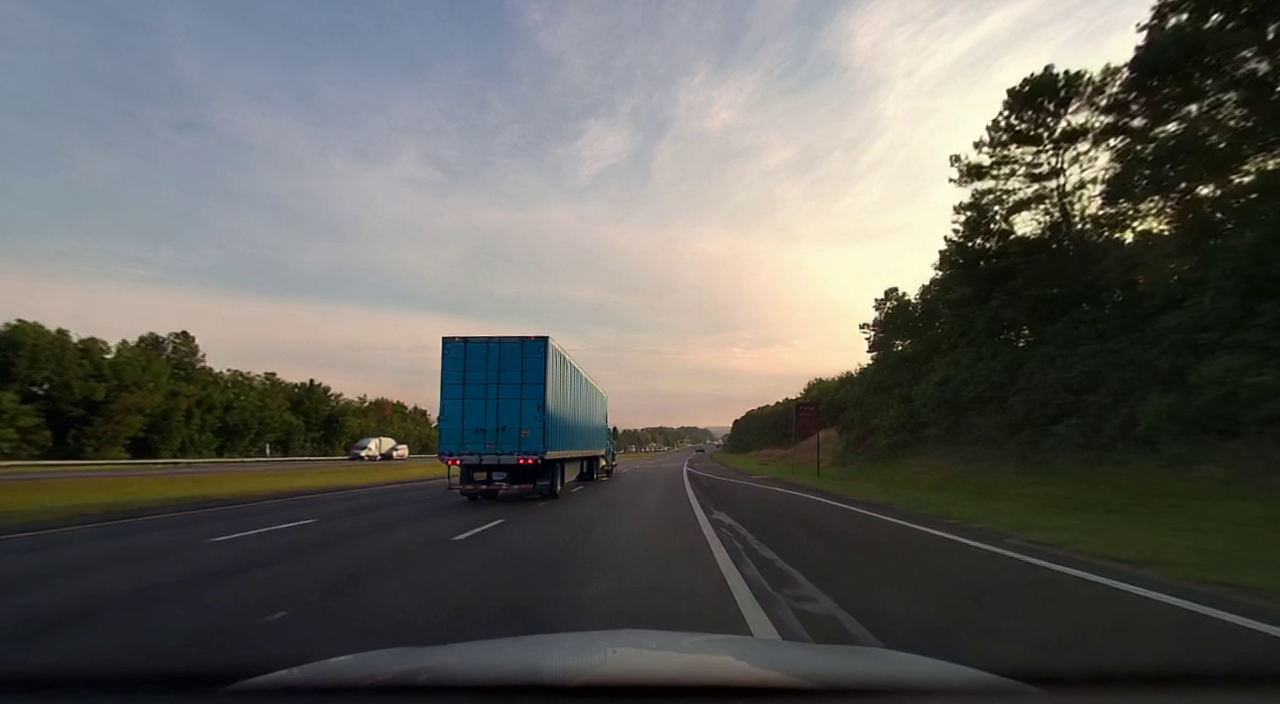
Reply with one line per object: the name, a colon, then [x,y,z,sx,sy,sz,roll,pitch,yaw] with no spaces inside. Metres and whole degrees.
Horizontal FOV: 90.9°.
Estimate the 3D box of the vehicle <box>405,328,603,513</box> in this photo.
vehicle: [-3.422,2.595,21.207,2.851,4.098,14.436,0,-9,2]
